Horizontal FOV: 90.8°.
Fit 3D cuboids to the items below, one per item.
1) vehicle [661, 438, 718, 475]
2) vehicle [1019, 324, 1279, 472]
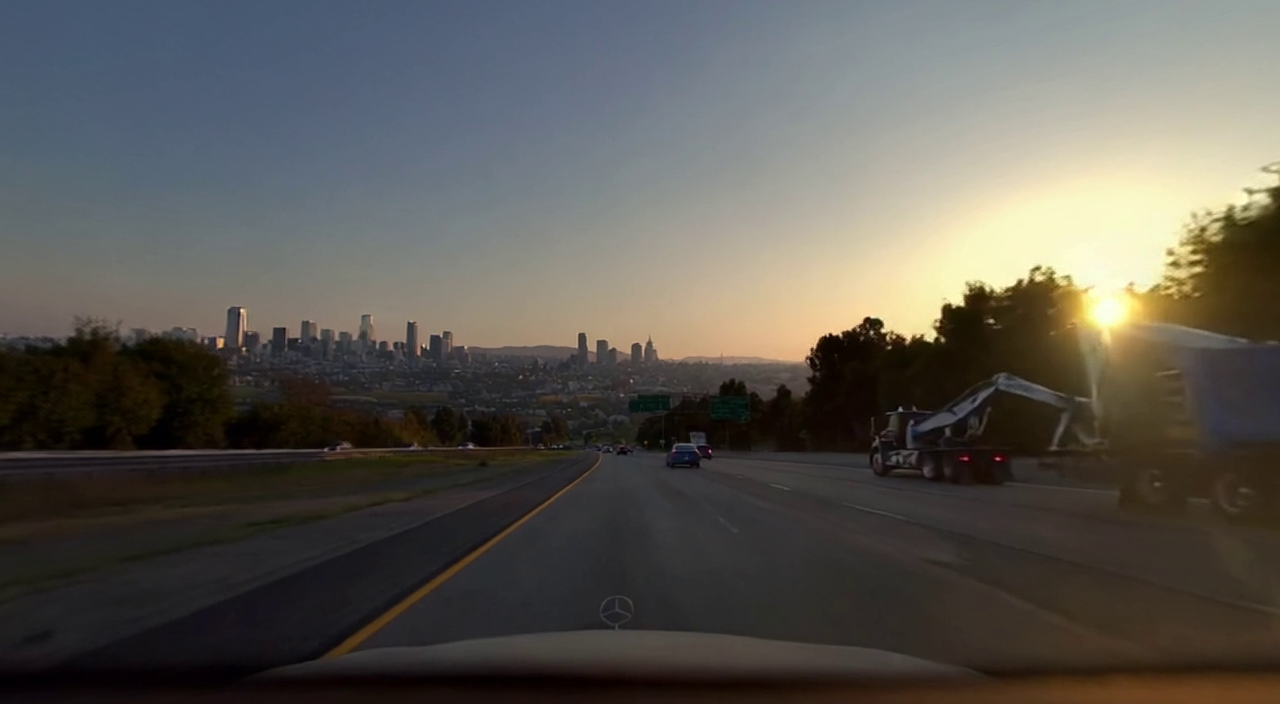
[{"bbox_3d":[2.400,5.283,32.123,2.305,1.729,4.526,1,-8,-3],"label":"vehicle"},{"bbox_3d":[14.057,1.462,16.906,3.476,3.195,6.407,1,-8,-4],"label":"vehicle"}]
